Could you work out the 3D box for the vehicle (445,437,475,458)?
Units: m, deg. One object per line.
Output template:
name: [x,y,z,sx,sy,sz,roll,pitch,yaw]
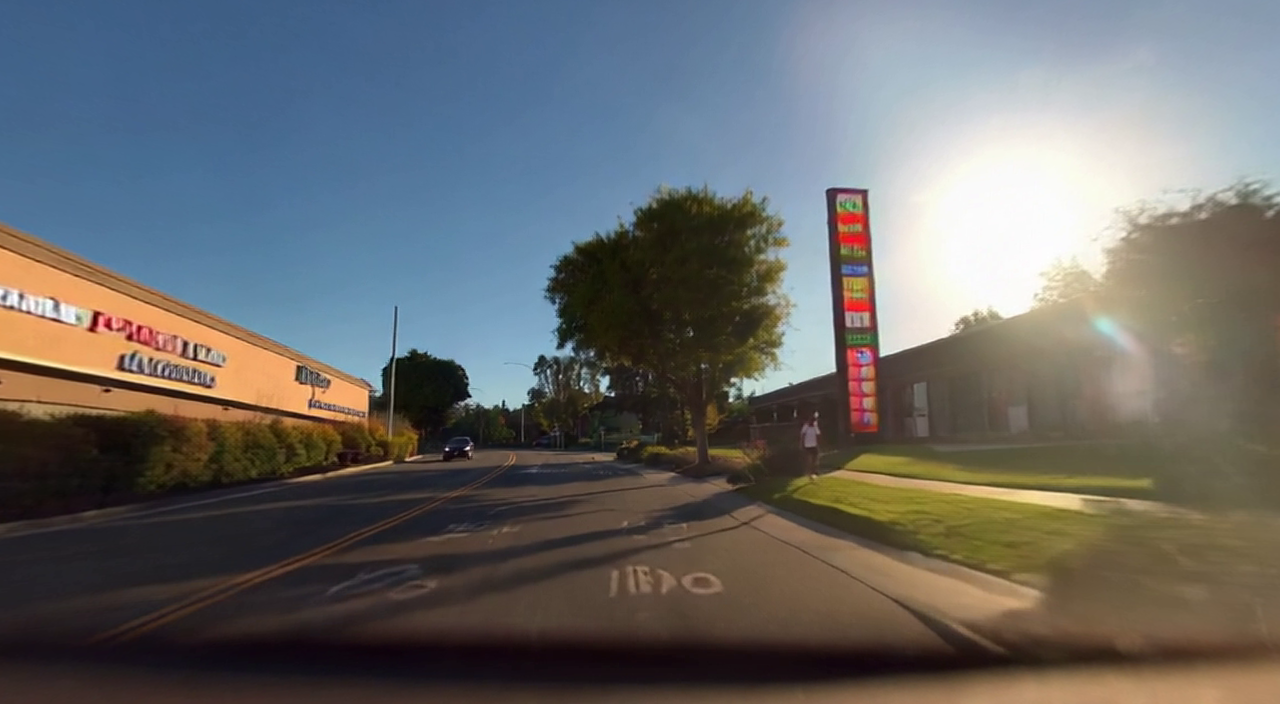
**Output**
vehicle: [-13.840,7.331,48.603,1.912,1.500,3.772,1,-8,-12]
